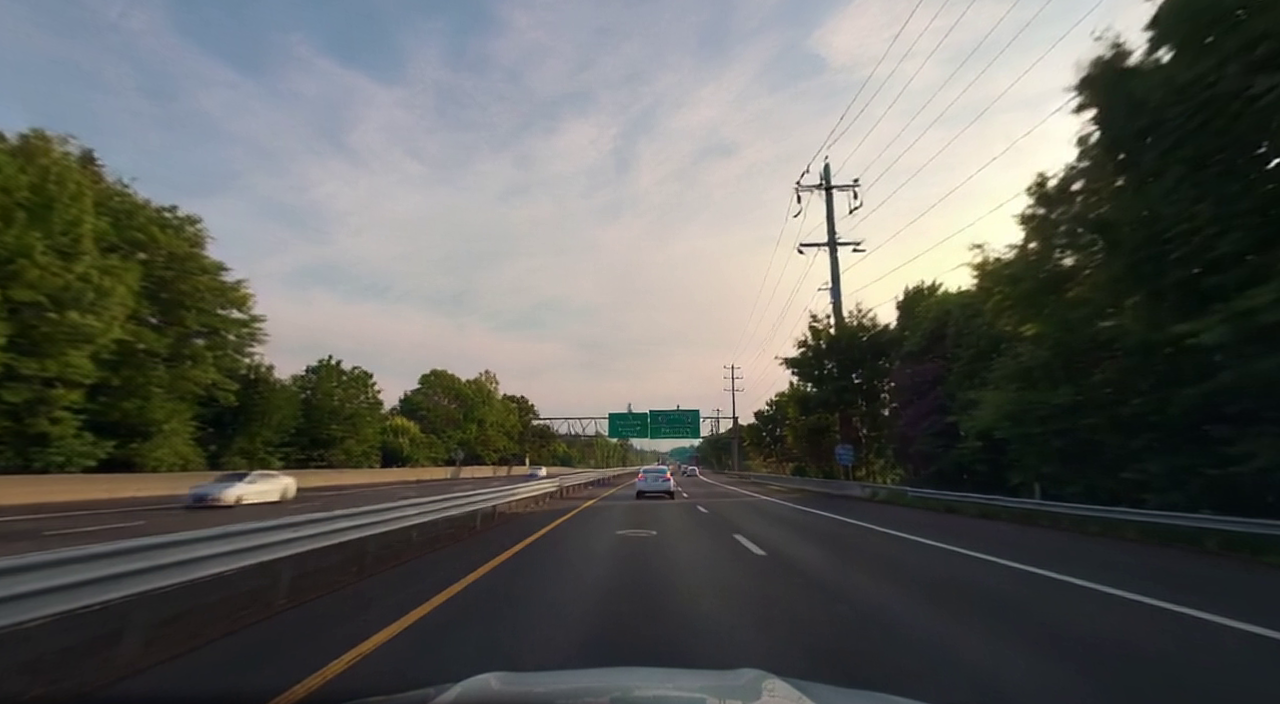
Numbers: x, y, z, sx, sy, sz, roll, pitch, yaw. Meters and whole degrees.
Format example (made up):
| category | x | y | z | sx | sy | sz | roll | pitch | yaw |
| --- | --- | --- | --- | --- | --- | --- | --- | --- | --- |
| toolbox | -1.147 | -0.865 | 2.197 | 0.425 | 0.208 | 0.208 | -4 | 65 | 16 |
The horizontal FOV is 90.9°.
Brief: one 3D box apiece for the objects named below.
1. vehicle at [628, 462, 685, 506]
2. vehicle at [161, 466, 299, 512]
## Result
| category | x | y | z | sx | sy | sz | roll | pitch | yaw |
| --- | --- | --- | --- | --- | --- | --- | --- | --- | --- |
| vehicle | 0.592 | 4.973 | 24.017 | 1.987 | 1.480 | 3.786 | 1 | -10 | 1 |
| vehicle | -14.567 | 4.879 | 22.745 | 1.895 | 1.425 | 4.524 | 1 | -10 | 0 |
